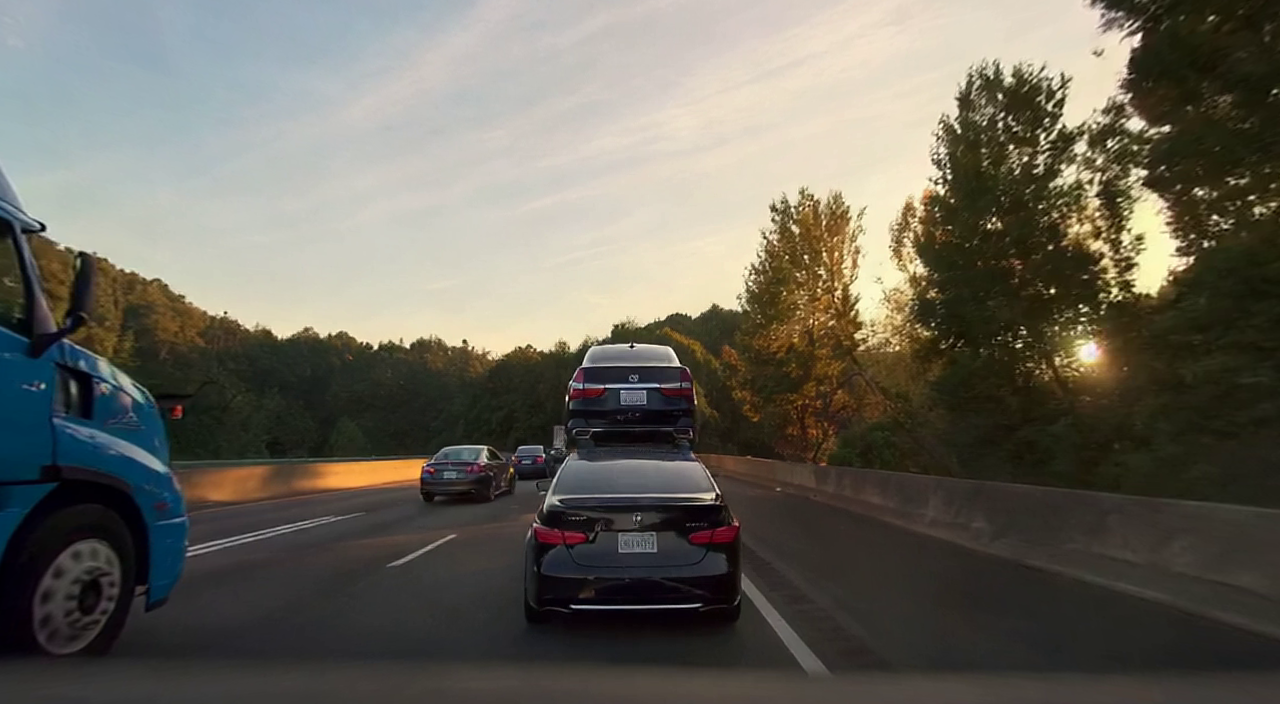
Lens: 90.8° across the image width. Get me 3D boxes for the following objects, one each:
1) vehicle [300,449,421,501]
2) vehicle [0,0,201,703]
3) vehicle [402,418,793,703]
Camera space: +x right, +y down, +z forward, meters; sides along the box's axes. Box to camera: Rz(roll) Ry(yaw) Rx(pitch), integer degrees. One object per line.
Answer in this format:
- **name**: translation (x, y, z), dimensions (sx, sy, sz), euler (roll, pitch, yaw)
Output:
- **vehicle**: translation (-8.775, 3.866, 20.311), dimensions (1.834, 1.469, 4.362), euler (0, -9, 1)
- **vehicle**: translation (-4.489, -0.329, 1.093), dimensions (2.963, 3.836, 6.016), euler (0, -9, -1)
- **vehicle**: translation (-0.254, 1.367, 4.996), dimensions (1.991, 1.507, 3.391), euler (0, -9, -1)
